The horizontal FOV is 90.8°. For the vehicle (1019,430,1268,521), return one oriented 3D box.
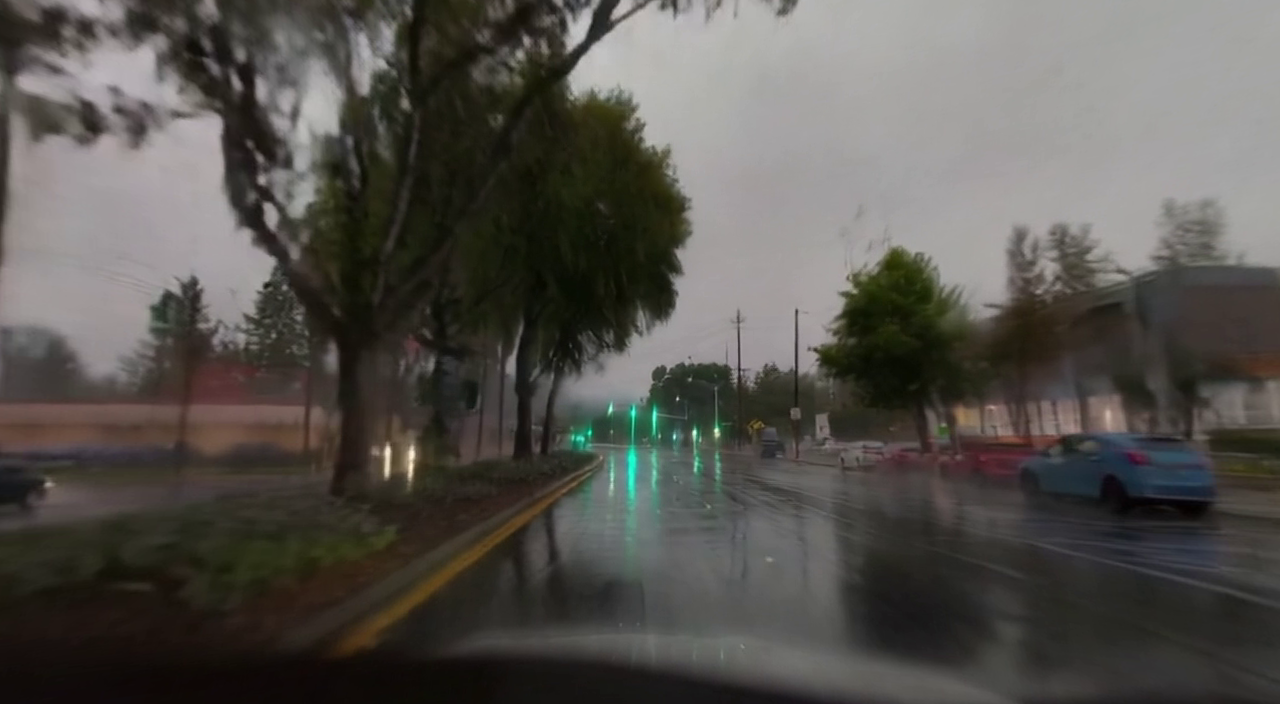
[{"bbox_3d":[10.057,2.472,13.120,1.901,1.586,3.903,0,-9,-1],"label":"vehicle"}]

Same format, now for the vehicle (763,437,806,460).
[{"bbox_3d":[10.200,6.848,44.804,1.919,1.546,4.730,0,-9,0],"label":"vehicle"}]

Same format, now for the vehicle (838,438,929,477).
[{"bbox_3d":[9.970,4.360,26.297,1.926,1.464,4.436,0,-9,-1],"label":"vehicle"}]

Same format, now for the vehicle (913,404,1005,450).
[{"bbox_3d":[19.060,4.588,38.171,2.179,2.441,5.974,-3,-8,-2],"label":"vehicle"}]

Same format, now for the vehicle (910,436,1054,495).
[{"bbox_3d":[9.771,3.266,18.532,1.726,1.486,4.394,0,-9,-1],"label":"vehicle"}]

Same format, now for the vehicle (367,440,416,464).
[{"bbox_3d":[-19.152,7.705,48.949,1.966,1.753,4.634,0,-9,-1],"label":"vehicle"}]
